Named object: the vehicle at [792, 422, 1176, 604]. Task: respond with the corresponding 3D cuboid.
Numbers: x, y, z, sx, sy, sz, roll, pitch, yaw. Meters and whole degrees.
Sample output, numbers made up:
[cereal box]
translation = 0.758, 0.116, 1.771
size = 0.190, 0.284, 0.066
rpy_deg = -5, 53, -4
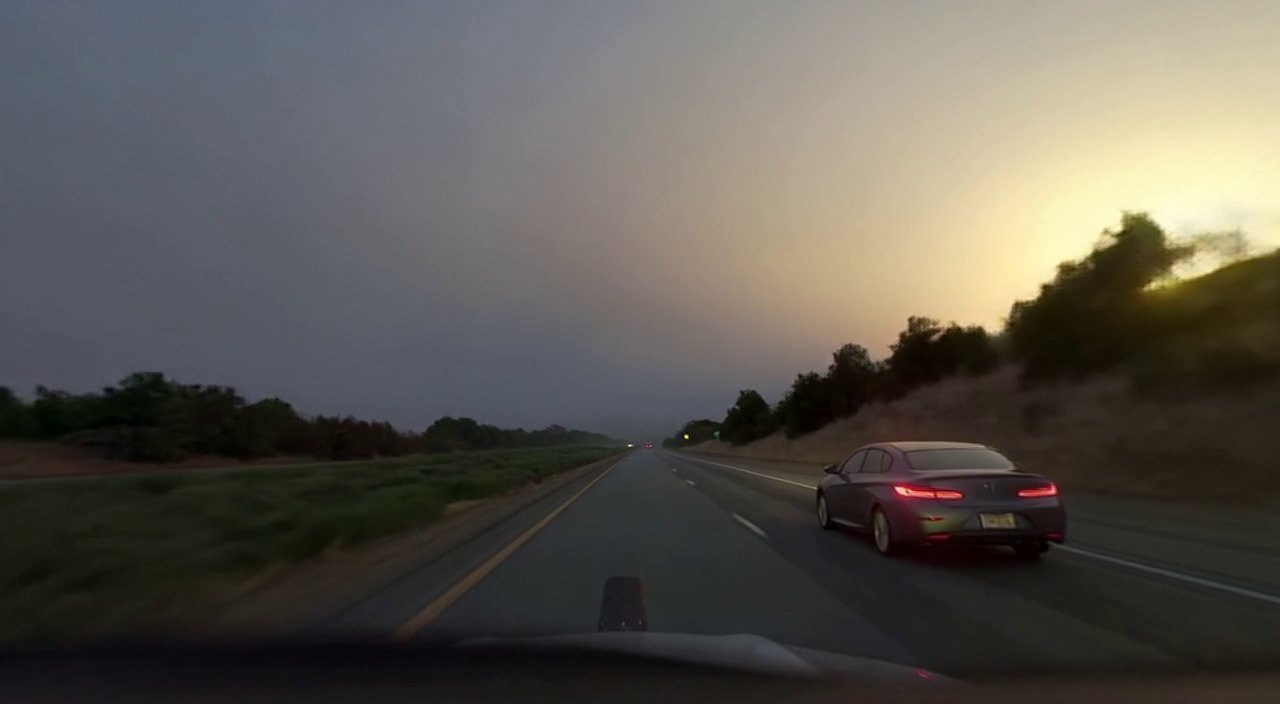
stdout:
[vehicle]
translation = 3.380, 1.660, 7.478
size = 2.003, 1.466, 4.441
rpy_deg = 0, -8, 0
